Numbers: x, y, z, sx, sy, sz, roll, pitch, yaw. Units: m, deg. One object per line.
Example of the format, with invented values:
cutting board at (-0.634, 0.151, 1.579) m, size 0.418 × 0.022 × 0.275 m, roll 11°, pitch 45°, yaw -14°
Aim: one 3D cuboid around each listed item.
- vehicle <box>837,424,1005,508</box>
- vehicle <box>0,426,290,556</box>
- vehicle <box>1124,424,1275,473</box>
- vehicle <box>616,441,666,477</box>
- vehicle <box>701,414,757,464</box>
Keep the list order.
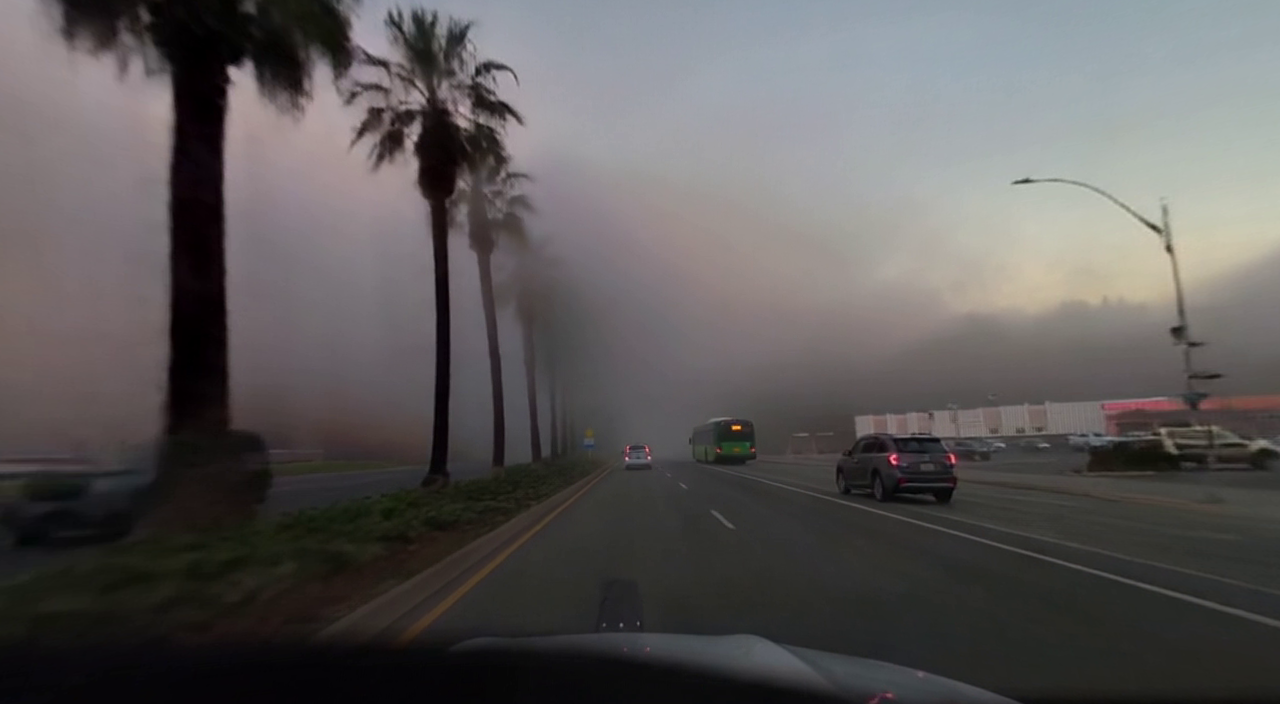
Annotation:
vehicle at (6.348, 2.628, 14.919) m, size 2.031 × 1.670 × 4.154 m, roll 0°, pitch -9°, yaw 0°
vehicle at (-8.802, 2.340, 11.437) m, size 2.106 × 1.817 × 4.847 m, roll 0°, pitch -9°, yaw 0°
vehicle at (23.352, 4.036, 26.471) m, size 4.595 × 1.845 × 1.919 m, roll -1°, pitch -8°, yaw -5°
vehicle at (0.036, 4.792, 28.466) m, size 2.065 × 1.477 × 4.306 m, roll 0°, pitch -9°, yaw 0°
vehicle at (6.520, 6.648, 47.677) m, size 2.795 × 3.383 × 9.287 m, roll 0°, pitch -9°, yaw -1°
